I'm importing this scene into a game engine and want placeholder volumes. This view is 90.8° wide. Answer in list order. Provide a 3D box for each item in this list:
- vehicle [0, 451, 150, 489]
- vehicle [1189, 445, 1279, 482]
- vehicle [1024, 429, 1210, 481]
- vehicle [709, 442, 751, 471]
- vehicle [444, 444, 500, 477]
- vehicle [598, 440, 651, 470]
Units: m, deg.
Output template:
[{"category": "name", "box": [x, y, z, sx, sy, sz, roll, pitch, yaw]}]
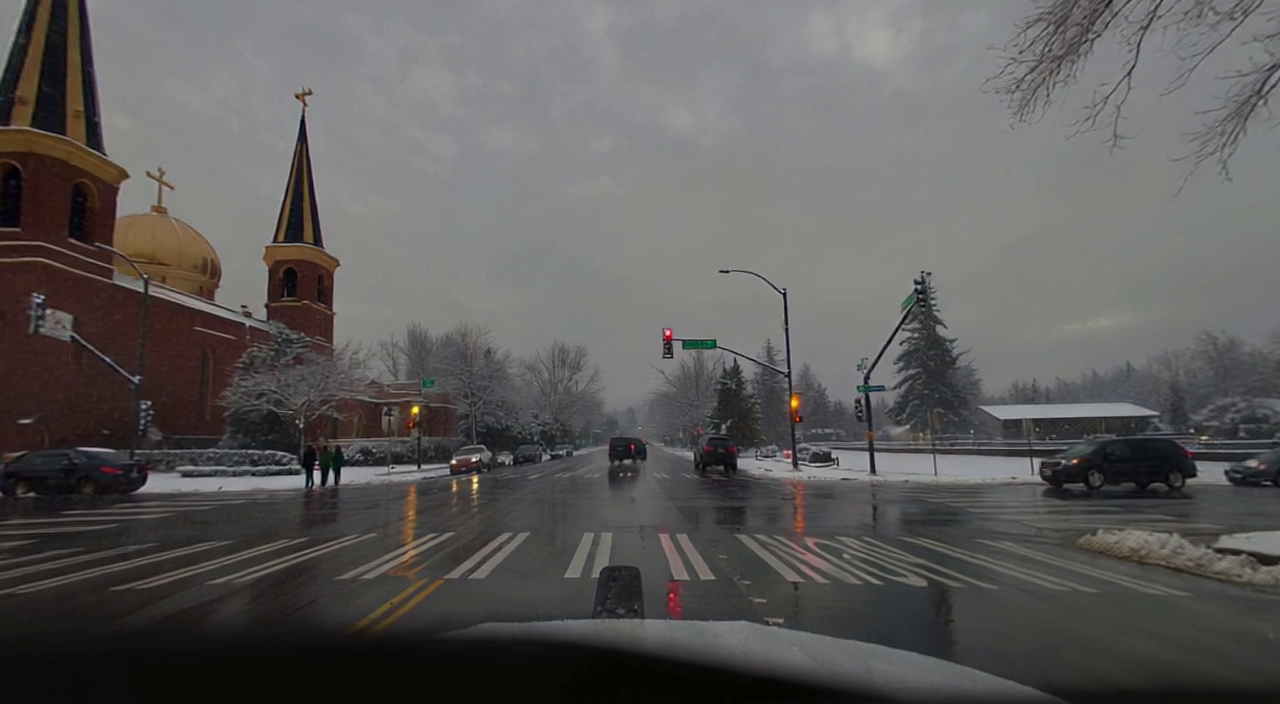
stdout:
[{"category": "vehicle", "box": [-23.355, 4.871, 26.221, 4.479, 1.476, 1.873, 0, -8, 1]}, {"category": "vehicle", "box": [26.384, 4.674, 26.677, 4.561, 1.475, 1.850, 0, -8, 0]}, {"category": "vehicle", "box": [19.877, 4.301, 26.574, 5.852, 2.057, 2.361, 0, -8, 0]}, {"category": "vehicle", "box": [5.833, 6.854, 41.508, 1.969, 1.776, 4.329, 0, -8, -2]}, {"category": "vehicle", "box": [-10.230, 6.616, 38.948, 2.076, 1.876, 4.669, 0, -8, 1]}, {"category": "vehicle", "box": [-0.858, 6.242, 38.438, 2.051, 1.724, 4.567, -2, -9, 14]}]
